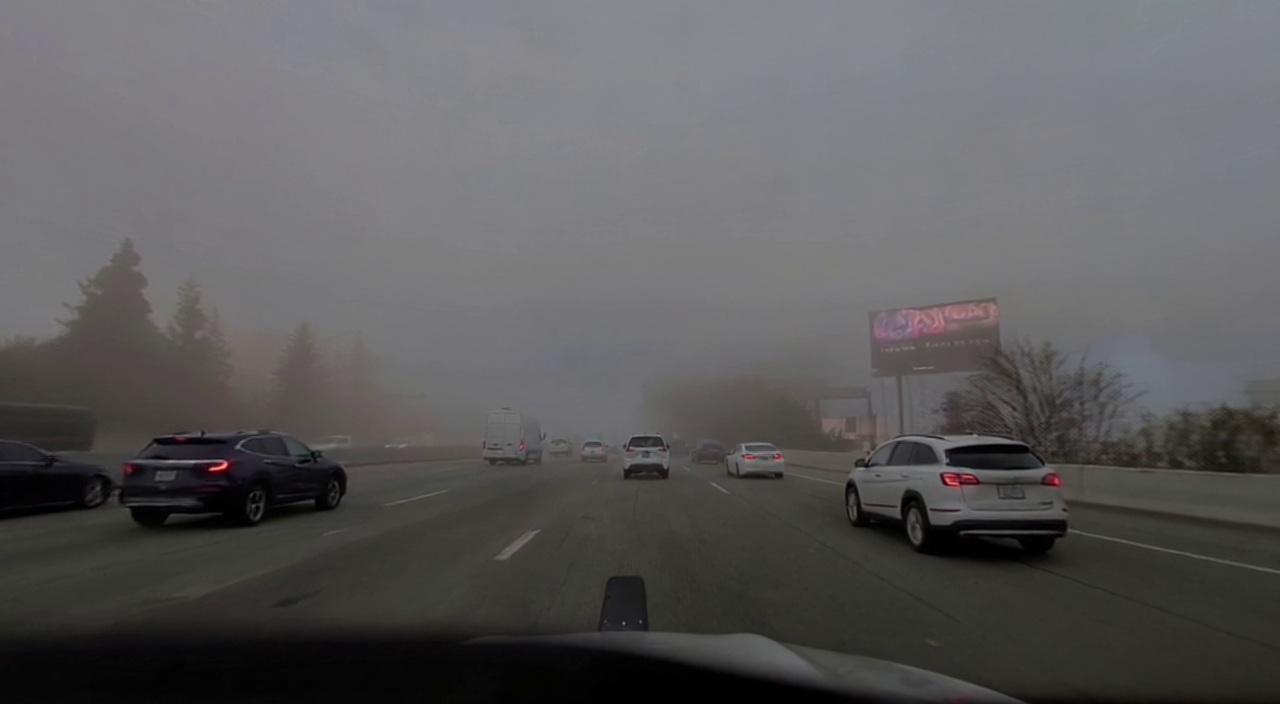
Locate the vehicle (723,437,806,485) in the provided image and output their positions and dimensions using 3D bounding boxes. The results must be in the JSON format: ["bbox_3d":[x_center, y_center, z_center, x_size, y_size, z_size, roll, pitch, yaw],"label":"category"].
[{"bbox_3d":[4.235,3.790,22.263,1.942,1.487,4.518,0,-8,-1],"label":"vehicle"}]

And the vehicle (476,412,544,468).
[{"bbox_3d":[-7.112,4.967,35.524,2.358,2.817,7.055,0,-8,0],"label":"vehicle"}]

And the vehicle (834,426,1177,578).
[{"bbox_3d":[4.300,1.809,8.520,1.915,1.482,4.537,0,-8,0],"label":"vehicle"}]

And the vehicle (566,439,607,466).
[{"bbox_3d":[-3.187,6.151,38.762,2.079,1.499,4.512,0,-8,1],"label":"vehicle"}]

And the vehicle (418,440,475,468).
[{"bbox_3d":[-10.918,5.759,35.819,1.923,1.480,3.905,0,-8,1],"label":"vehicle"}]

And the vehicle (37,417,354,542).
[{"bbox_3d":[-6.910,2.012,10.613,2.021,1.632,4.417,0,-8,1],"label":"vehicle"}]

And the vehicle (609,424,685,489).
[{"bbox_3d":[0.218,3.360,20.662,2.209,1.863,4.626,0,-8,1],"label":"vehicle"}]

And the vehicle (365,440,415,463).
[{"bbox_3d":[-17.118,6.826,43.383,1.848,1.487,3.805,0,-8,0],"label":"vehicle"}]
